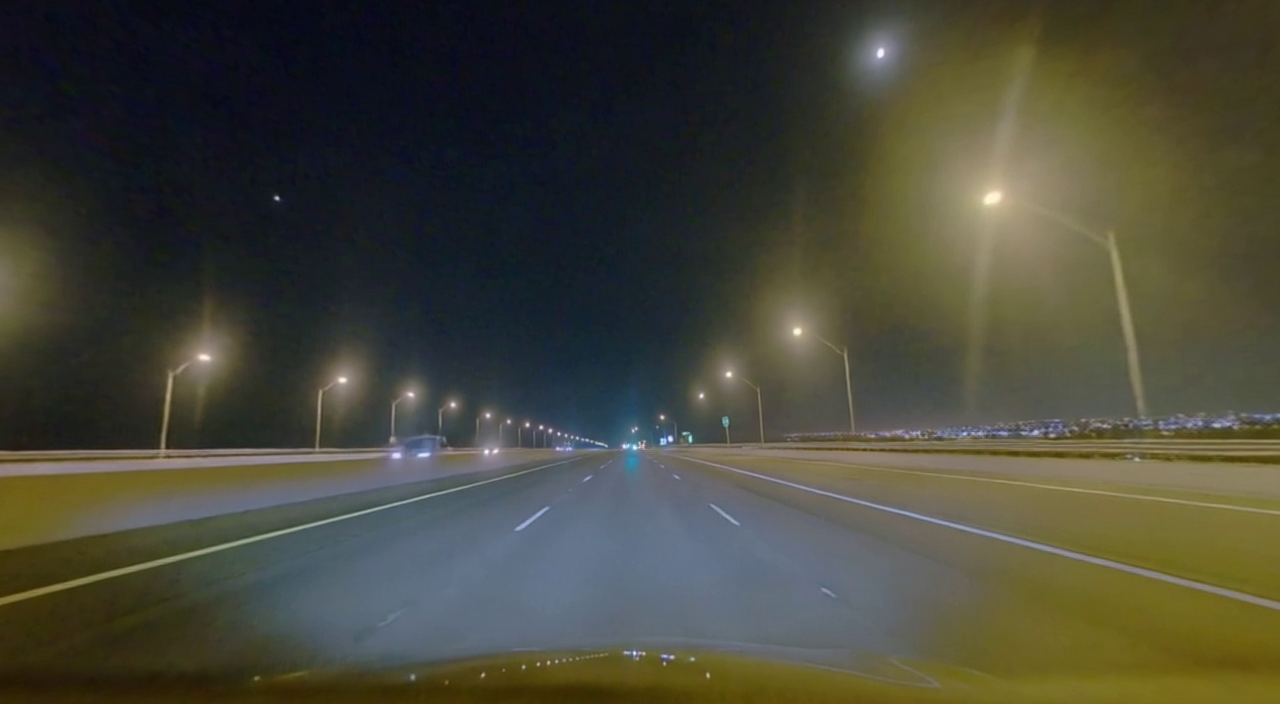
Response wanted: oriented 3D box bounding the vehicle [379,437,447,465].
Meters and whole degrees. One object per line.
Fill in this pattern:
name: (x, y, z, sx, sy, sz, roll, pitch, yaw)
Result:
vehicle: (-15.739, 6.903, 44.276, 2.475, 1.824, 6.214, 0, -9, 0)
